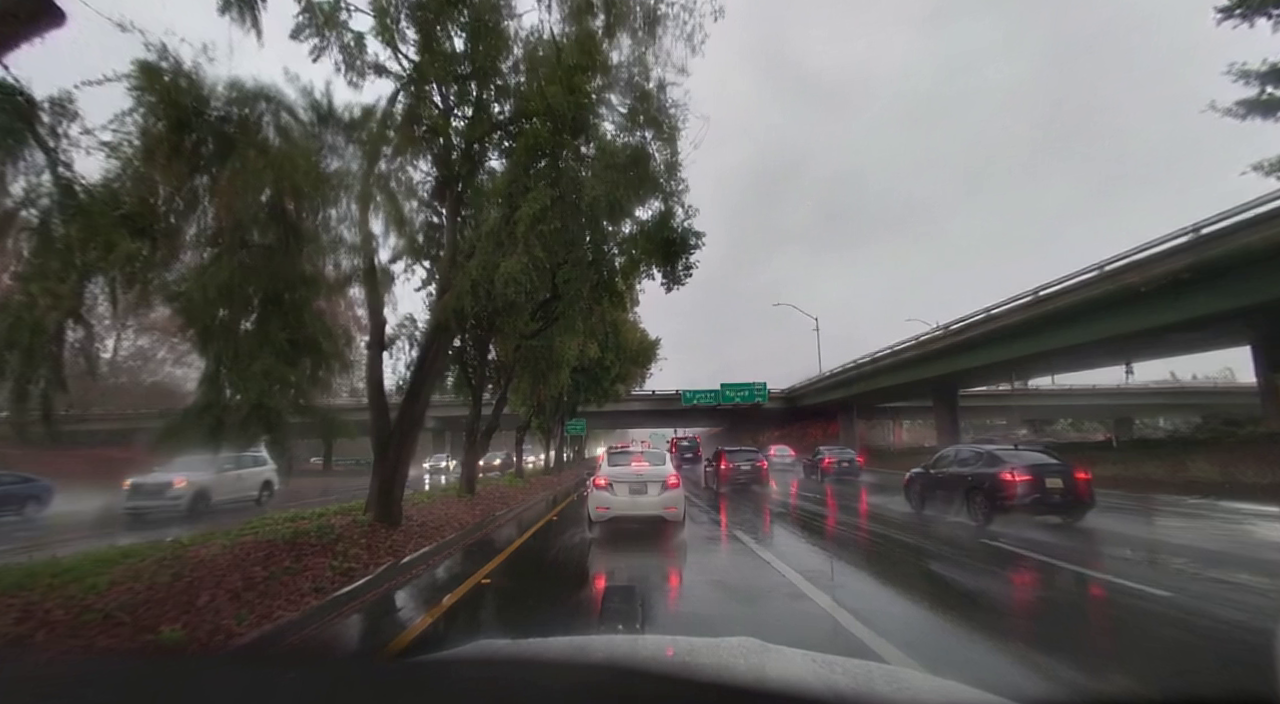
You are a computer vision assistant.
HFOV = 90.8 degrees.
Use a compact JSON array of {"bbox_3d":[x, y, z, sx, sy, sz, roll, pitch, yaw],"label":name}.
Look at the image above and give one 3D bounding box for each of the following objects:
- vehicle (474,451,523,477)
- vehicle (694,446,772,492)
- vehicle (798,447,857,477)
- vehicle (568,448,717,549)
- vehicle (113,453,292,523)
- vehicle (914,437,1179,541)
[{"bbox_3d":[-8.866,7.033,39.911,2.010,1.524,4.705,0,-9,0],"label":"vehicle"},{"bbox_3d":[3.120,4.006,22.075,1.962,1.431,4.205,0,-9,-2],"label":"vehicle"},{"bbox_3d":[9.788,5.747,33.275,1.839,1.453,3.992,0,-9,-1],"label":"vehicle"},{"bbox_3d":[0.020,2.293,10.556,2.027,1.341,3.775,0,-9,-1],"label":"vehicle"},{"bbox_3d":[-11.875,3.658,17.584,1.942,1.642,4.200,0,-9,0],"label":"vehicle"},{"bbox_3d":[6.748,2.280,11.168,1.890,1.478,4.093,0,-9,-1],"label":"vehicle"}]
